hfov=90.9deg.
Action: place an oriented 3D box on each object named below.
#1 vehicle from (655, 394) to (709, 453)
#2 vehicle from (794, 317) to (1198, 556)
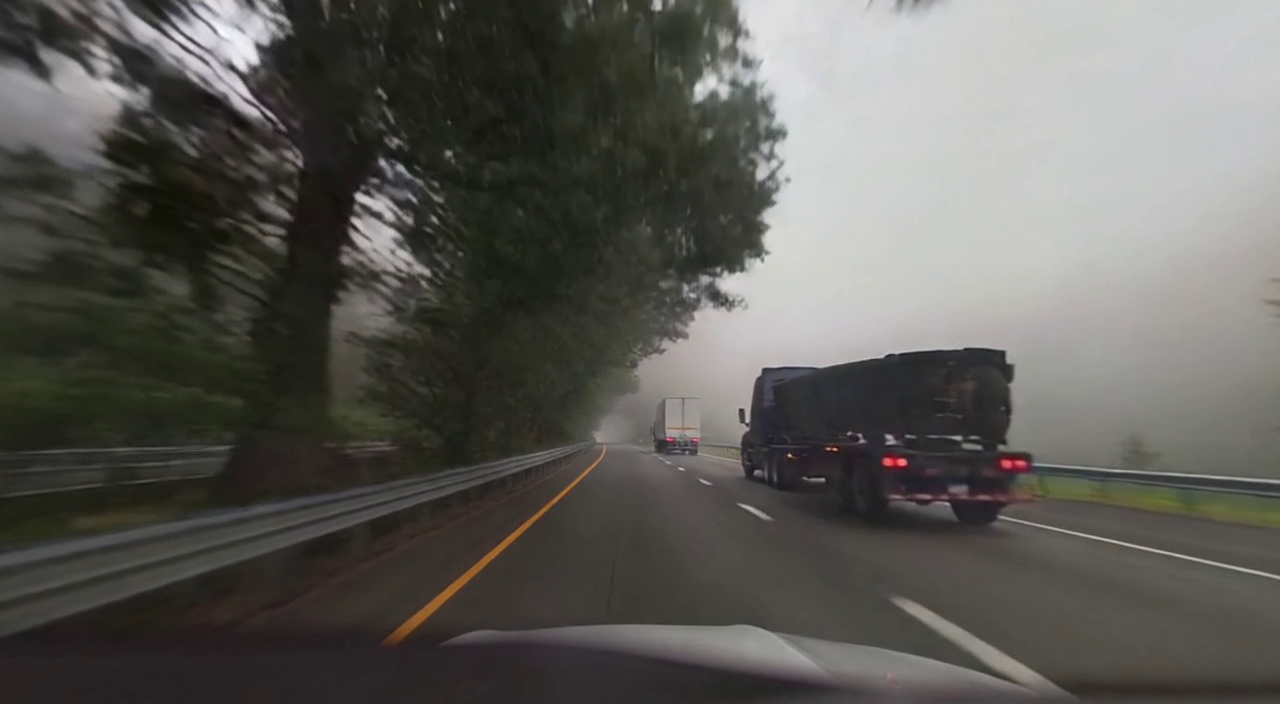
[{"bbox_3d":[3.048,5.768,49.826,2.974,4.003,12.849,1,-8,-2],"label":"vehicle"},{"bbox_3d":[4.847,1.360,10.421,2.741,2.716,6.323,0,-8,-2],"label":"vehicle"}]
